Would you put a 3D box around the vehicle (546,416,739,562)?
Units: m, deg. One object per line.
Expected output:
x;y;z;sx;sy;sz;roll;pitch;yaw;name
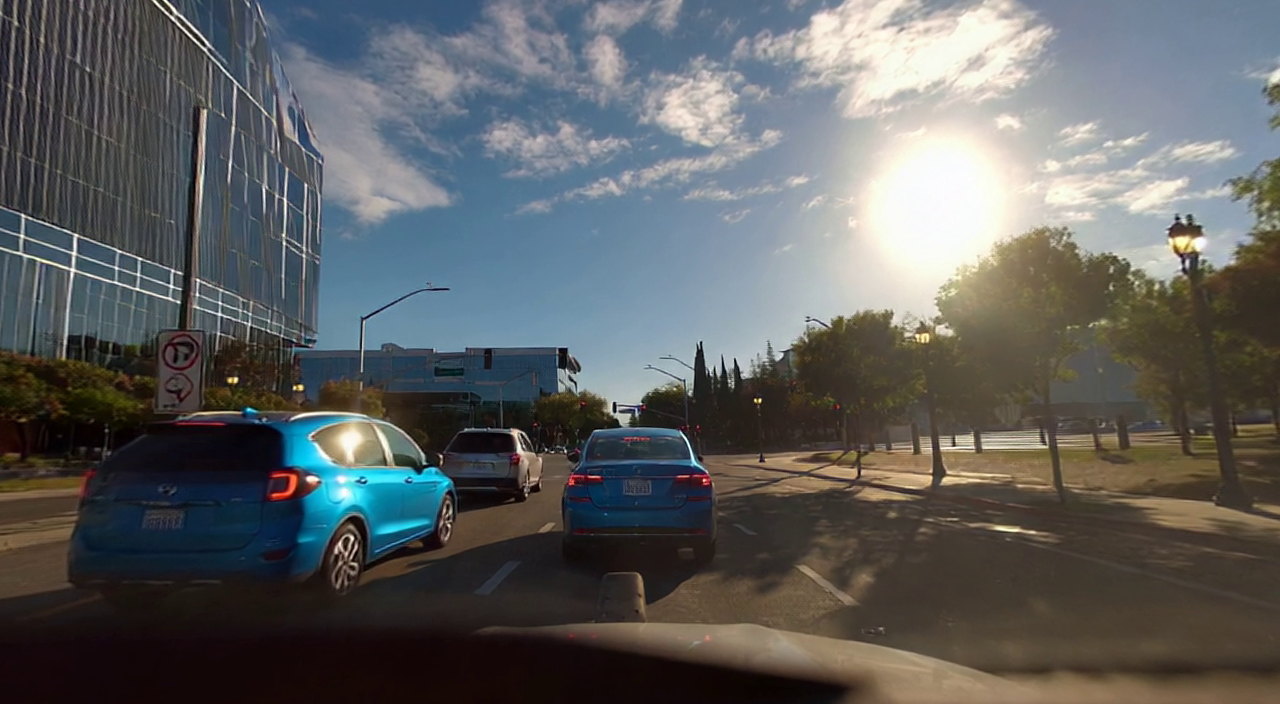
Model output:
0.005;1.881;9.402;2.207;1.659;4.155;0;-8;-1;vehicle

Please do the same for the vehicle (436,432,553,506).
-3.620;2.992;16.586;2.068;1.678;4.199;0;-8;0;vehicle

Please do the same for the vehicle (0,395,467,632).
-3.562;1.483;6.808;2.083;1.691;4.398;0;-8;1;vehicle

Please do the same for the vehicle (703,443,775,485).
3.714;4.261;24.456;2.082;1.445;4.426;0;-8;0;vehicle
